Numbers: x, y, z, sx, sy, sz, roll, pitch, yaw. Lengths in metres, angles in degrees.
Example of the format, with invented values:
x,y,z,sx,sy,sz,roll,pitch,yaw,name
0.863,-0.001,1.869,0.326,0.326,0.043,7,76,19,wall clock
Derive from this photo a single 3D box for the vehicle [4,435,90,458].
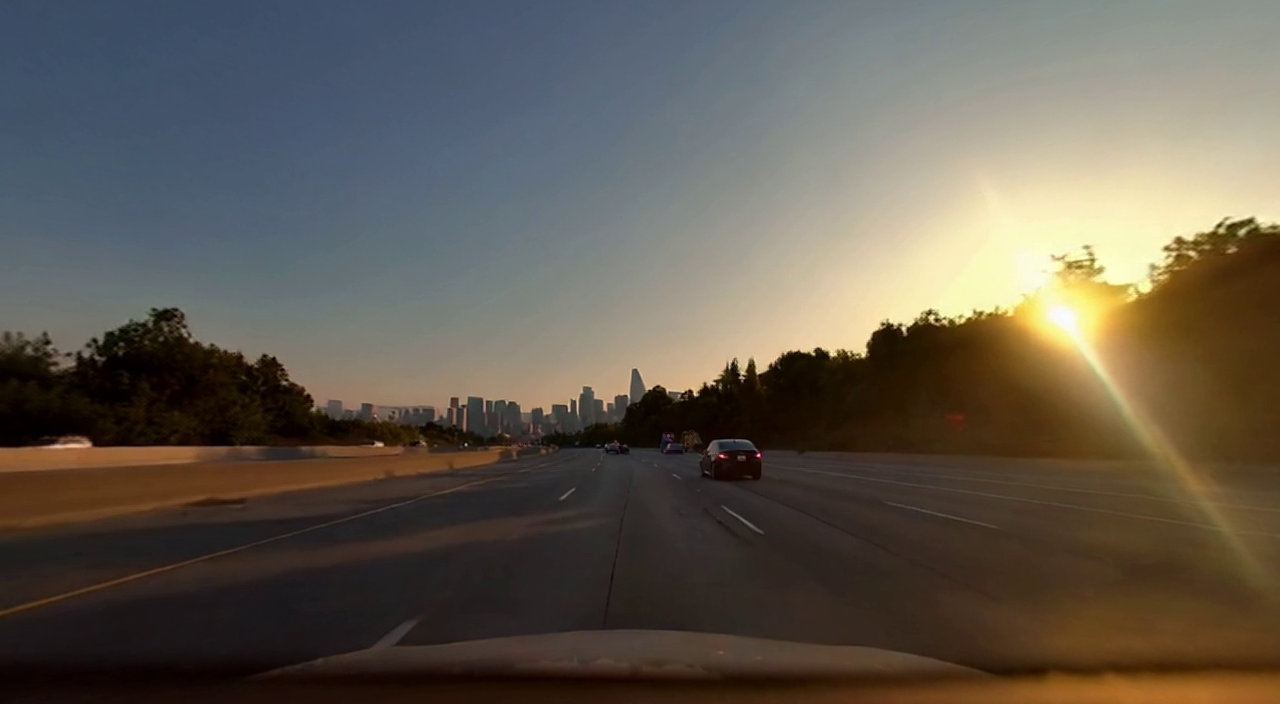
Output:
x,y,z,sx,sy,sz,roll,pitch,yaw,name
-46.504,7.436,49.726,2.138,1.643,4.956,0,-8,-3,vehicle

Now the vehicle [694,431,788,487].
x,y,z,sx,sy,sz,roll,pitch,yaw,name
3.320,3.634,21.797,2.305,1.729,4.526,0,-8,-3,vehicle
